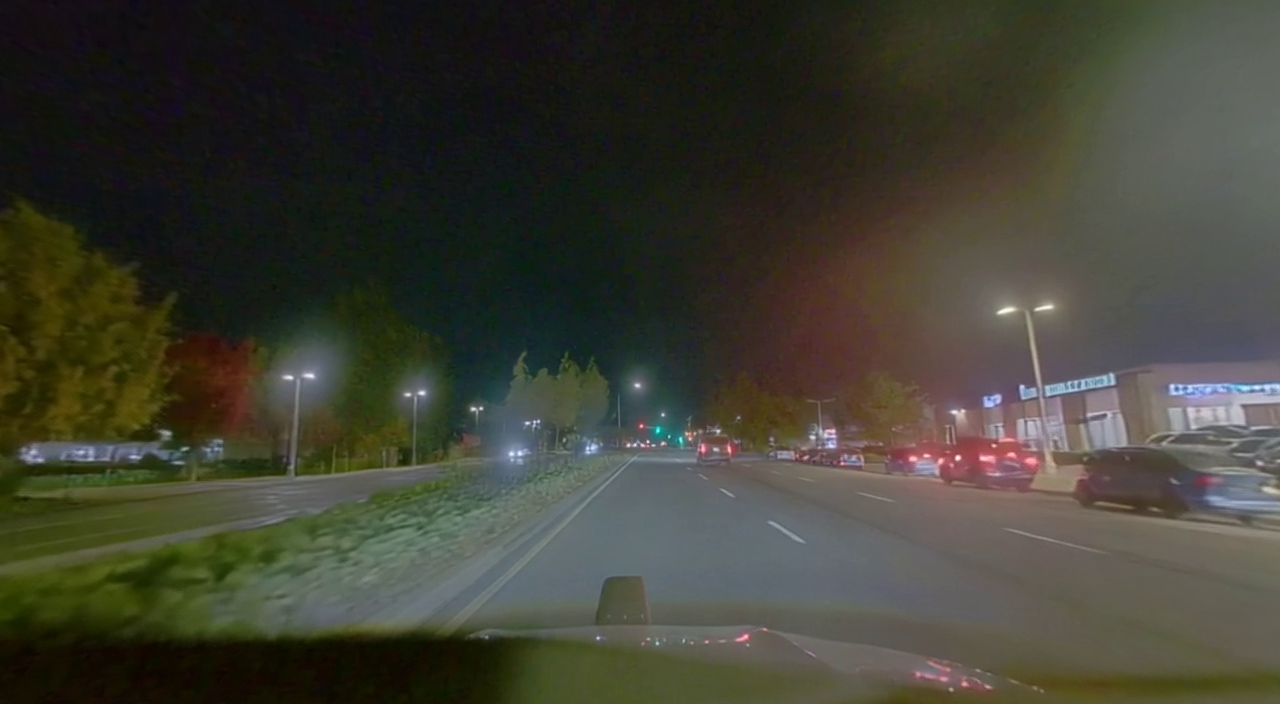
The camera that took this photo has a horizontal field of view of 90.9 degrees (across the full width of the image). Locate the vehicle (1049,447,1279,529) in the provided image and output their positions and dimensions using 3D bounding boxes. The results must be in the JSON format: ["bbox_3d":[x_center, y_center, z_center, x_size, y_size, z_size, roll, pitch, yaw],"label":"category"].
[{"bbox_3d":[10.712,2.633,12.878,1.824,1.364,4.238,0,-8,0],"label":"vehicle"}]

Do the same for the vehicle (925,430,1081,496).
[{"bbox_3d":[10.826,3.345,19.368,1.959,1.751,4.961,0,-8,2],"label":"vehicle"}]

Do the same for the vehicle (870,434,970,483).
[{"bbox_3d":[11.079,4.222,25.376,1.931,1.774,4.666,0,-8,1],"label":"vehicle"}]

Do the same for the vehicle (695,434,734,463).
[{"bbox_3d":[5.043,6.648,43.373,2.183,1.845,4.482,0,-8,1],"label":"vehicle"}]

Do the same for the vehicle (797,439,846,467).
[{"bbox_3d":[11.353,6.371,39.740,1.919,1.645,4.254,0,-8,1],"label":"vehicle"}]
